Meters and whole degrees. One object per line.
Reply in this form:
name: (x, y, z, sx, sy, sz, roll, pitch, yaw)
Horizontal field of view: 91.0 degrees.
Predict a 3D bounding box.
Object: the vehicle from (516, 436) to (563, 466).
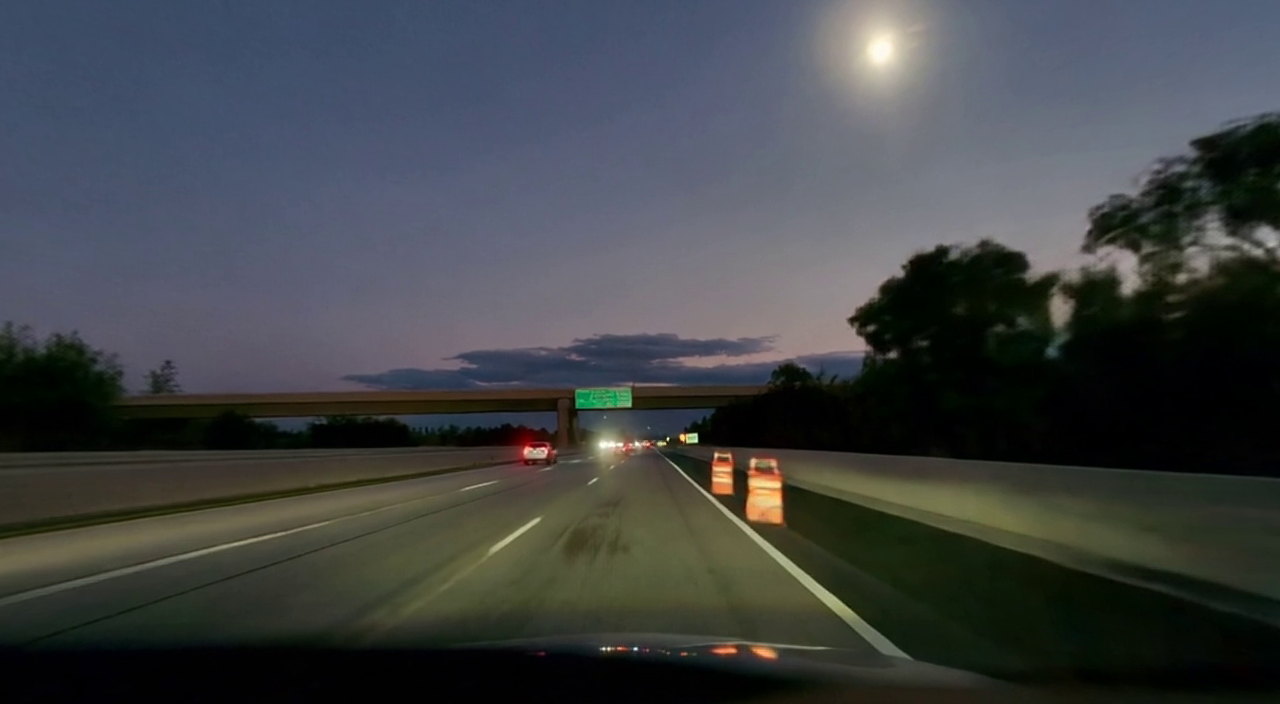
vehicle: (-6.437, 6.403, 40.818, 2.103, 1.775, 4.966, 0, -8, 1)
